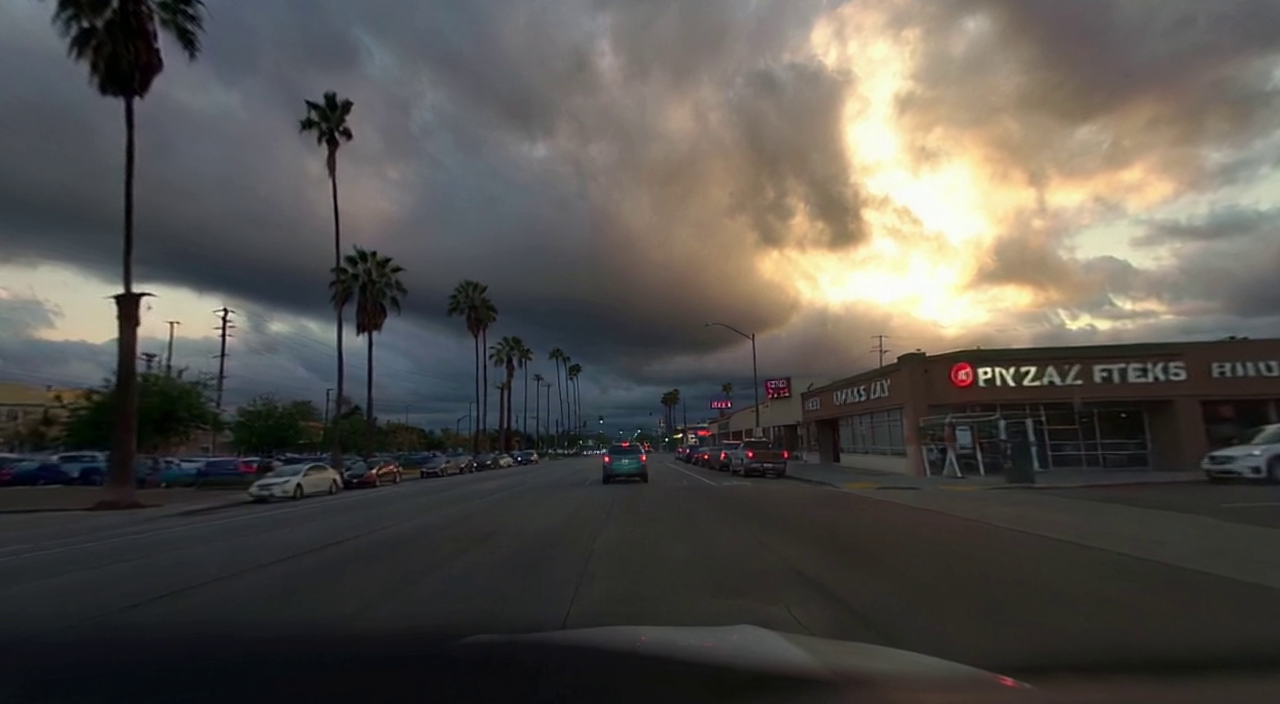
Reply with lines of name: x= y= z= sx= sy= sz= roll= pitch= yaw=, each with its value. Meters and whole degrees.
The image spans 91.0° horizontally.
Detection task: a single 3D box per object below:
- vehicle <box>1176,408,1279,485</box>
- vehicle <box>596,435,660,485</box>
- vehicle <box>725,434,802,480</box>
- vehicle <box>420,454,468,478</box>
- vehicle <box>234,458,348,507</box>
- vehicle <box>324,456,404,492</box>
vehicle: x=19.061 y=2.656 z=18.063 sx=5.096 sy=2.029 sz=2.324 roll=-2 pitch=-9 yaw=0
vehicle: x=-0.440 y=4.120 z=24.276 sx=2.239 sy=1.763 sz=4.096 roll=0 pitch=-9 yaw=0
vehicle: x=5.605 y=4.894 z=29.537 sx=2.430 sy=1.924 sz=5.779 roll=0 pitch=-9 yaw=0
vehicle: x=-13.292 y=7.730 z=42.959 sx=1.840 sy=1.521 sz=4.450 roll=0 pitch=-9 yaw=1
vehicle: x=-13.201 y=4.926 z=24.173 sx=1.881 sy=1.484 sz=4.565 roll=-4 pitch=-9 yaw=-1
vehicle: x=-13.336 y=5.886 z=30.743 sx=1.968 sy=1.472 sz=4.345 roll=-2 pitch=-9 yaw=0
